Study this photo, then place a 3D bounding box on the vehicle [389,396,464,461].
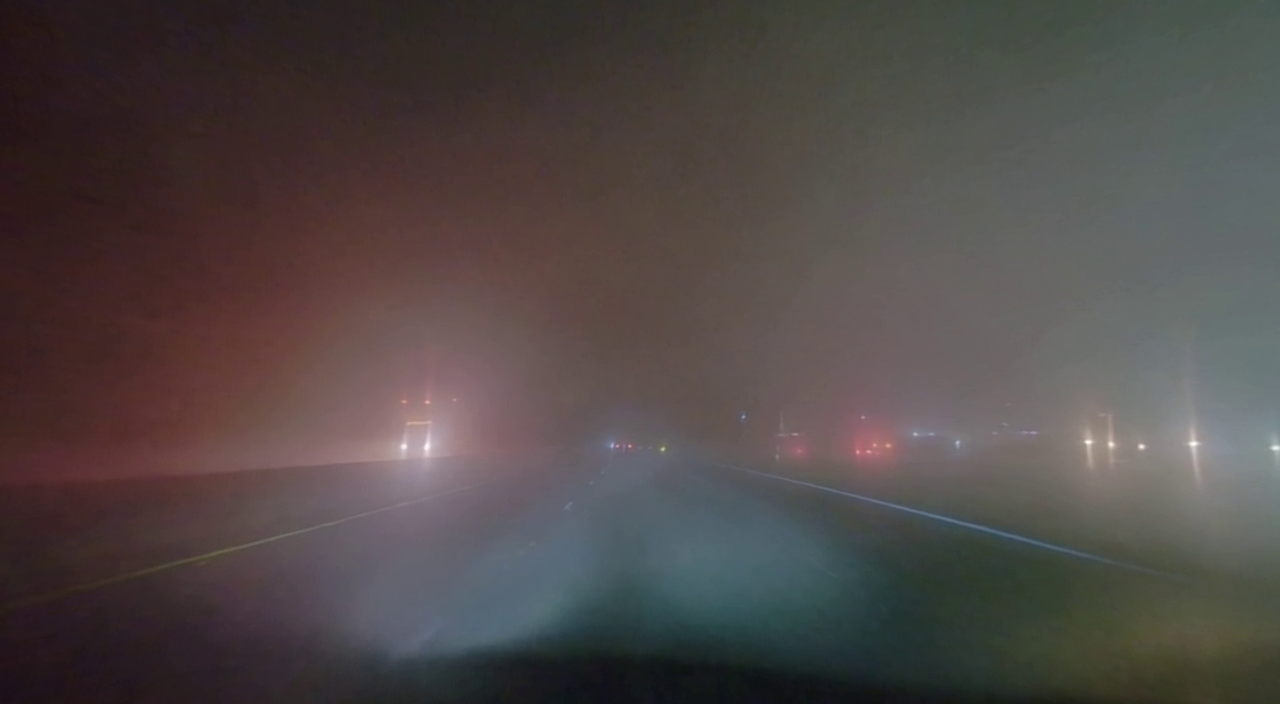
[{"bbox_3d":[-15.288,5.596,45.612,3.338,4.291,6.206,0,-8,-2],"label":"vehicle"}]
